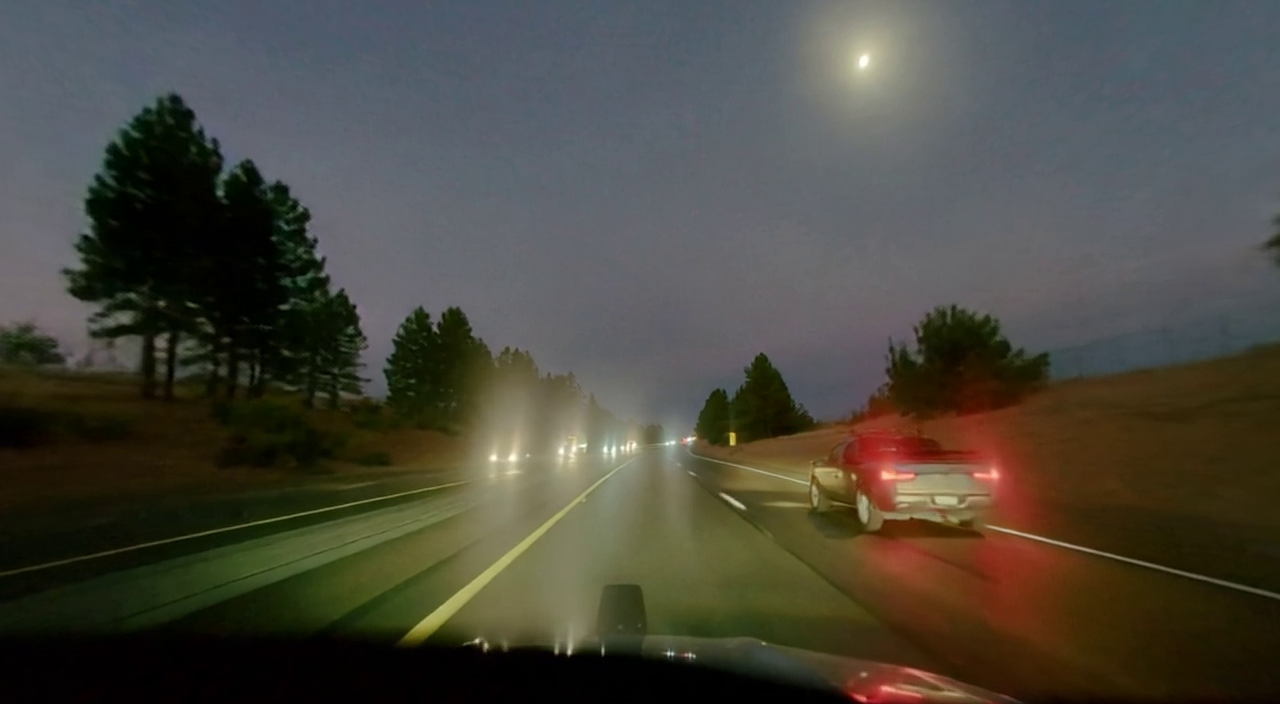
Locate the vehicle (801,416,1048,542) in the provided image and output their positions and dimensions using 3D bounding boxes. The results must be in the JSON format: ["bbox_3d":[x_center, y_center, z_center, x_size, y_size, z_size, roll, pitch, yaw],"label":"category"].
[{"bbox_3d":[4.533,2.106,11.146,2.098,1.703,4.862,0,-8,0],"label":"vehicle"}]

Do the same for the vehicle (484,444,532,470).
[{"bbox_3d":[-8.725,6.982,42.040,2.062,1.597,4.608,0,-8,1],"label":"vehicle"}]
